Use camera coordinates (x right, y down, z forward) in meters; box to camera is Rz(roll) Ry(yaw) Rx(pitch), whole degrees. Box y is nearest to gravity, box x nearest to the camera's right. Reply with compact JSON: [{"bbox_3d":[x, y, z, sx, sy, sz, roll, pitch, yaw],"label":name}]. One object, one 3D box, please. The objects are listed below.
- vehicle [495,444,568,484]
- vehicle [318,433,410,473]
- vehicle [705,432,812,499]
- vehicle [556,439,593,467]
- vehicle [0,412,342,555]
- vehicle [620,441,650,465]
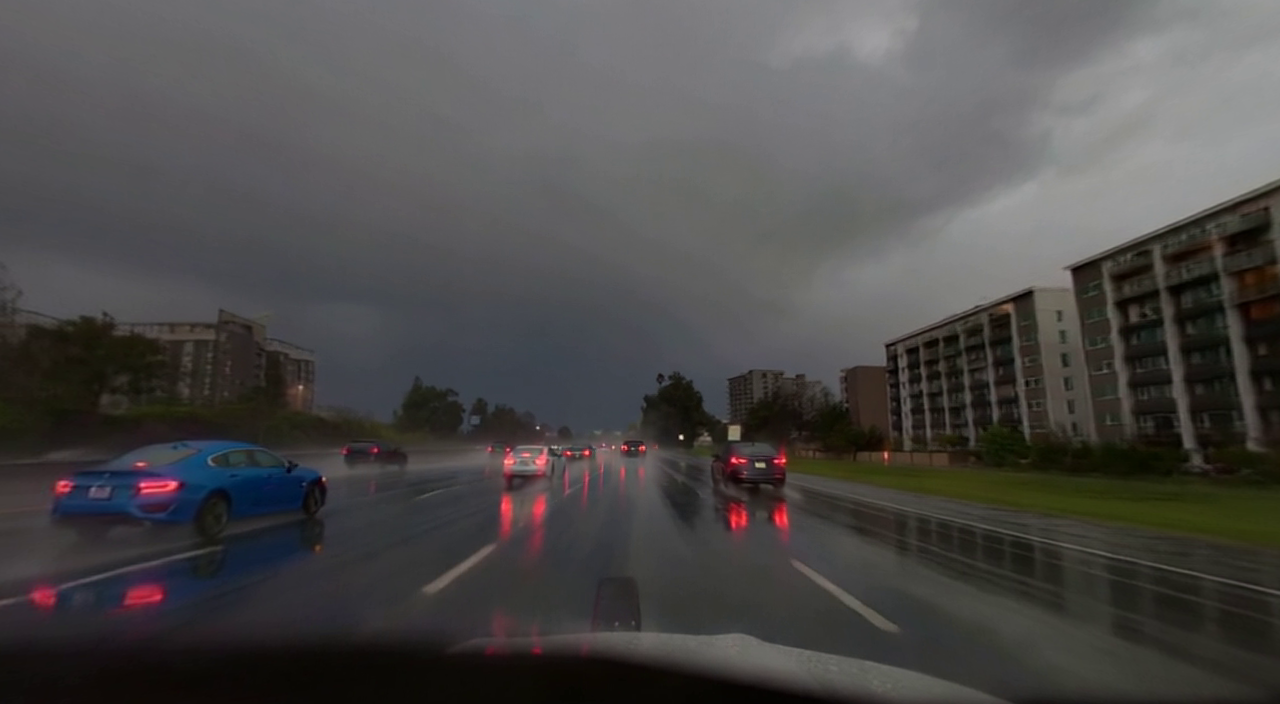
[{"bbox_3d":[-4.177,4.370,25.042,2.124,1.426,4.444,0,-8,-1],"label":"vehicle"},{"bbox_3d":[-15.361,5.668,35.673,2.396,1.999,6.333,0,-8,0],"label":"vehicle"},{"bbox_3d":[3.189,3.149,17.976,2.061,1.658,4.417,0,-8,-2],"label":"vehicle"},{"bbox_3d":[-4.421,6.914,43.347,2.044,1.774,4.329,0,-8,0],"label":"vehicle"},{"bbox_3d":[-7.239,2.029,10.519,2.086,1.776,5.080,0,-8,0],"label":"vehicle"},{"bbox_3d":[-0.385,7.325,45.891,2.053,1.650,3.945,0,-8,-1],"label":"vehicle"}]
